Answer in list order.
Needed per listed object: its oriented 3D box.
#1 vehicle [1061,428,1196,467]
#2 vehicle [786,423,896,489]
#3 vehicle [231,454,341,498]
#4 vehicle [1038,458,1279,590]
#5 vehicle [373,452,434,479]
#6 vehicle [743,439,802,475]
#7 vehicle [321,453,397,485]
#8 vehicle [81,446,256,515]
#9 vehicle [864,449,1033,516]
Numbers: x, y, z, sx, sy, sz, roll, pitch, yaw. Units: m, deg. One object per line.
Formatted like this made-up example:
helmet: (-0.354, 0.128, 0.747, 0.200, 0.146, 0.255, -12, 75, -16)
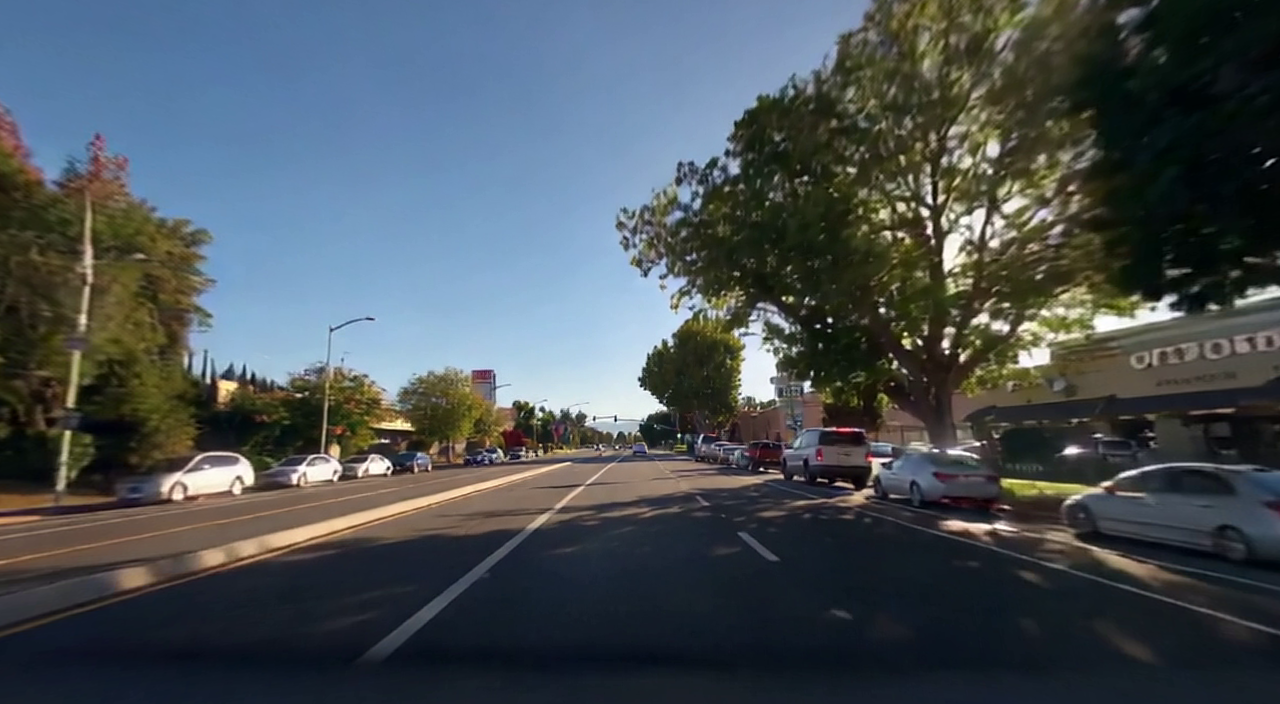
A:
vehicle: (27.421, 5.412, 35.557, 2.195, 2.015, 5.433, 5, -11, -33)
vehicle: (7.744, 4.161, 25.080, 2.327, 2.296, 5.692, 0, -10, -2)
vehicle: (-14.553, 5.076, 26.255, 1.836, 1.448, 4.941, -1, -7, -1)
vehicle: (7.764, 2.106, 8.218, 1.811, 1.361, 4.852, 0, -9, -2)
vehicle: (-14.482, 6.945, 38.818, 1.897, 1.517, 4.802, 0, -9, 0)
vehicle: (7.635, 6.118, 36.858, 2.092, 1.887, 5.632, 0, -9, -1)
vehicle: (-14.614, 6.084, 32.992, 1.880, 1.488, 4.483, 0, -9, 0)
vehicle: (-14.546, 3.932, 19.881, 2.002, 1.765, 4.775, -4, -9, -2)
vehicle: (7.942, 3.379, 16.845, 1.992, 1.499, 4.715, 0, -9, -2)
